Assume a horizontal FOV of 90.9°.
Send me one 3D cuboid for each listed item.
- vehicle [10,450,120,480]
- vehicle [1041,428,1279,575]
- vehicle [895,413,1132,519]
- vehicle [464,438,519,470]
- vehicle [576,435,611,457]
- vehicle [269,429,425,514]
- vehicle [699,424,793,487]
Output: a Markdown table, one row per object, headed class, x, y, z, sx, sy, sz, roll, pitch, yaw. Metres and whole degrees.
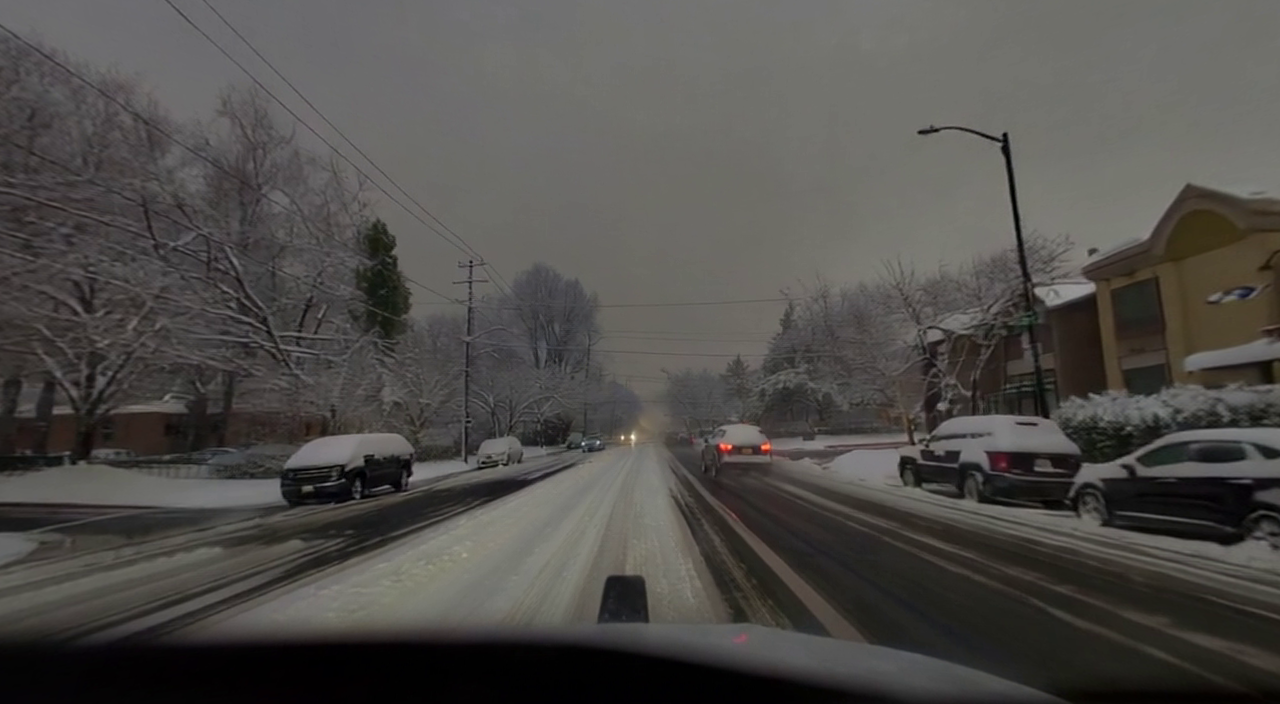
| class | x | y | z | sx | sy | sz | roll | pitch | yaw |
| --- | --- | --- | --- | --- | --- | --- | --- | --- | --- |
| vehicle | -32.005 | 6.283 | 35.321 | 1.746 | 1.479 | 4.603 | -1 | -8 | 2 |
| vehicle | 7.550 | 1.799 | 8.070 | 1.862 | 1.492 | 4.571 | 2 | -8 | 0 |
| vehicle | 7.939 | 2.473 | 14.311 | 2.133 | 1.911 | 5.455 | -1 | -8 | 2 |
| vehicle | -8.906 | 6.149 | 38.213 | 2.228 | 1.825 | 4.522 | 0 | -8 | -1 |
| vehicle | -3.485 | 7.099 | 47.725 | 2.054 | 1.506 | 4.325 | -1 | -8 | 4 |
| vehicle | -8.940 | 3.595 | 19.939 | 2.419 | 2.087 | 5.334 | -3 | -6 | 0 |
| vehicle | 3.103 | 3.151 | 19.531 | 2.004 | 1.704 | 4.573 | 0 | -8 | -1 |
